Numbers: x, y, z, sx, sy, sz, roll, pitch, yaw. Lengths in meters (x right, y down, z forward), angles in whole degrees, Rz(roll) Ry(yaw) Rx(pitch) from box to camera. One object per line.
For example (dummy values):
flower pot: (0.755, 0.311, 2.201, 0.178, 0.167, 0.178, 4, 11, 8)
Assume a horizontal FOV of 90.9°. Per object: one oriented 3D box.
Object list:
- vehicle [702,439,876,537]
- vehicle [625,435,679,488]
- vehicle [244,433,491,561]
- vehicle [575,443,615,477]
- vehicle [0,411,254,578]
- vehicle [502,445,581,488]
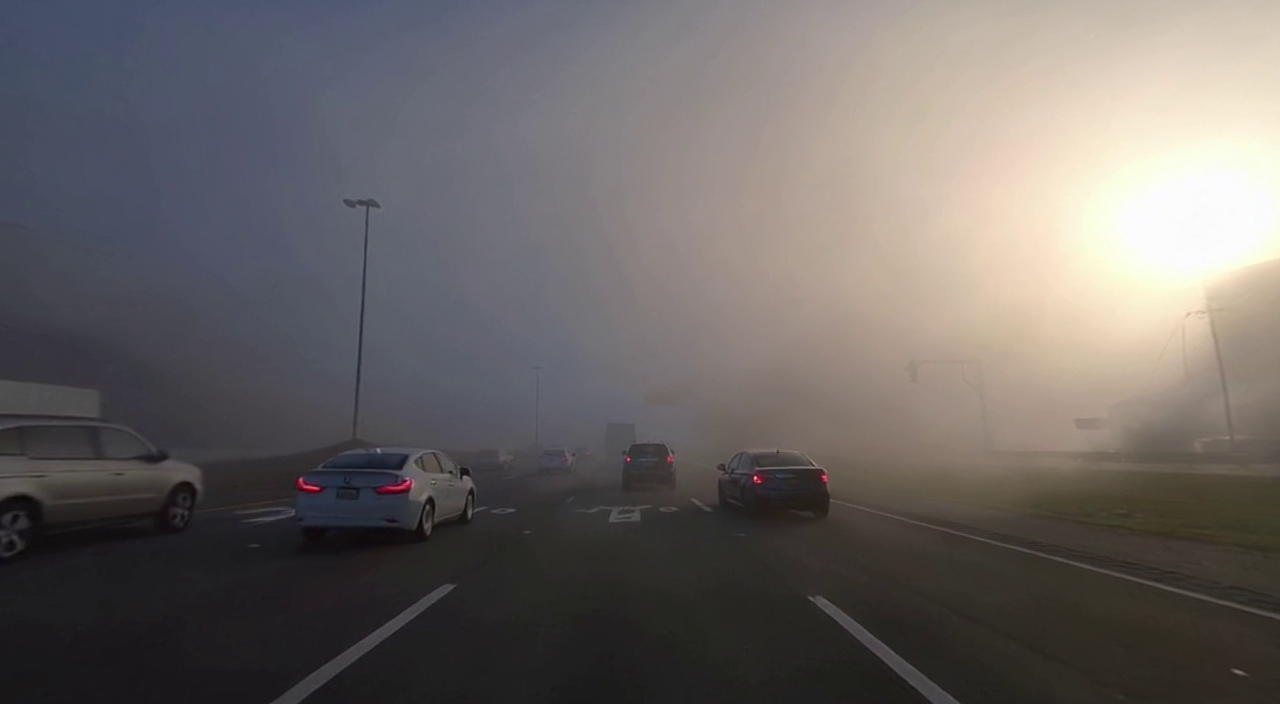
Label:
vehicle: (2.506, 2.417, 11.929, 2.018, 1.470, 4.491, 0, -9, -3)
vehicle: (0.338, 3.429, 19.904, 1.537, 1.507, 3.424, 0, -9, 0)
vehicle: (-3.740, 2.048, 9.630, 1.883, 1.500, 4.161, 0, -9, 0)
vehicle: (-2.363, 5.501, 32.283, 1.937, 1.601, 3.798, 1, -9, -6)
vehicle: (-7.645, 1.778, 8.581, 2.065, 1.692, 4.475, 0, -9, -3)
vehicle: (-3.611, 4.283, 23.998, 2.132, 1.464, 4.481, 0, -9, 2)
